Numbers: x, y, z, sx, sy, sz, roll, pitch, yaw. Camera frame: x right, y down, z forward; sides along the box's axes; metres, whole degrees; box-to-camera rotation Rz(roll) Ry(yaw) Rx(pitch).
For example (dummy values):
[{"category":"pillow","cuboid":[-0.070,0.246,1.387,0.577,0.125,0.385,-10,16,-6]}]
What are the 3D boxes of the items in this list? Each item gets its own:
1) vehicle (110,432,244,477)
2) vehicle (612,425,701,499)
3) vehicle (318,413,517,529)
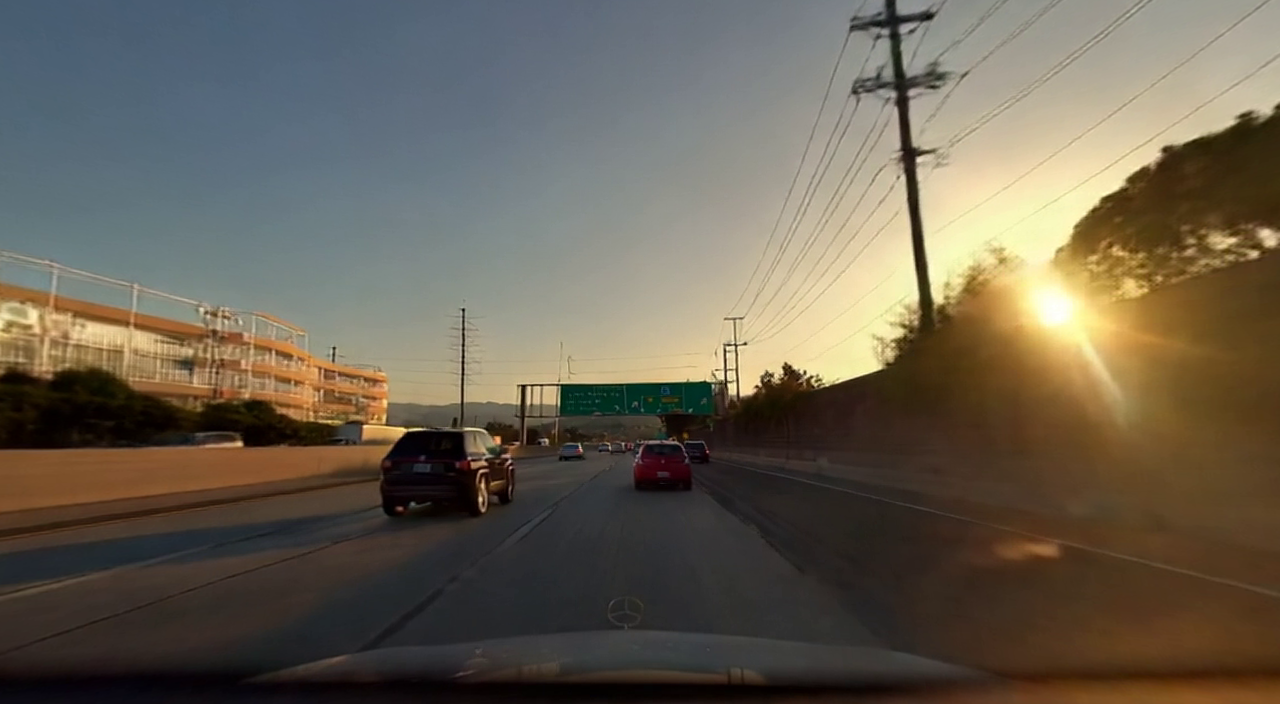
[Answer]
[{"category":"vehicle","cuboid":[-22.312,4.957,30.801,2.412,1.982,5.458,0,-8,-1]},{"category":"vehicle","cuboid":[0.416,2.926,17.101,2.134,1.733,4.049,0,-8,1]},{"category":"vehicle","cuboid":[-3.870,2.162,11.992,2.125,1.764,4.393,0,-8,1]}]
